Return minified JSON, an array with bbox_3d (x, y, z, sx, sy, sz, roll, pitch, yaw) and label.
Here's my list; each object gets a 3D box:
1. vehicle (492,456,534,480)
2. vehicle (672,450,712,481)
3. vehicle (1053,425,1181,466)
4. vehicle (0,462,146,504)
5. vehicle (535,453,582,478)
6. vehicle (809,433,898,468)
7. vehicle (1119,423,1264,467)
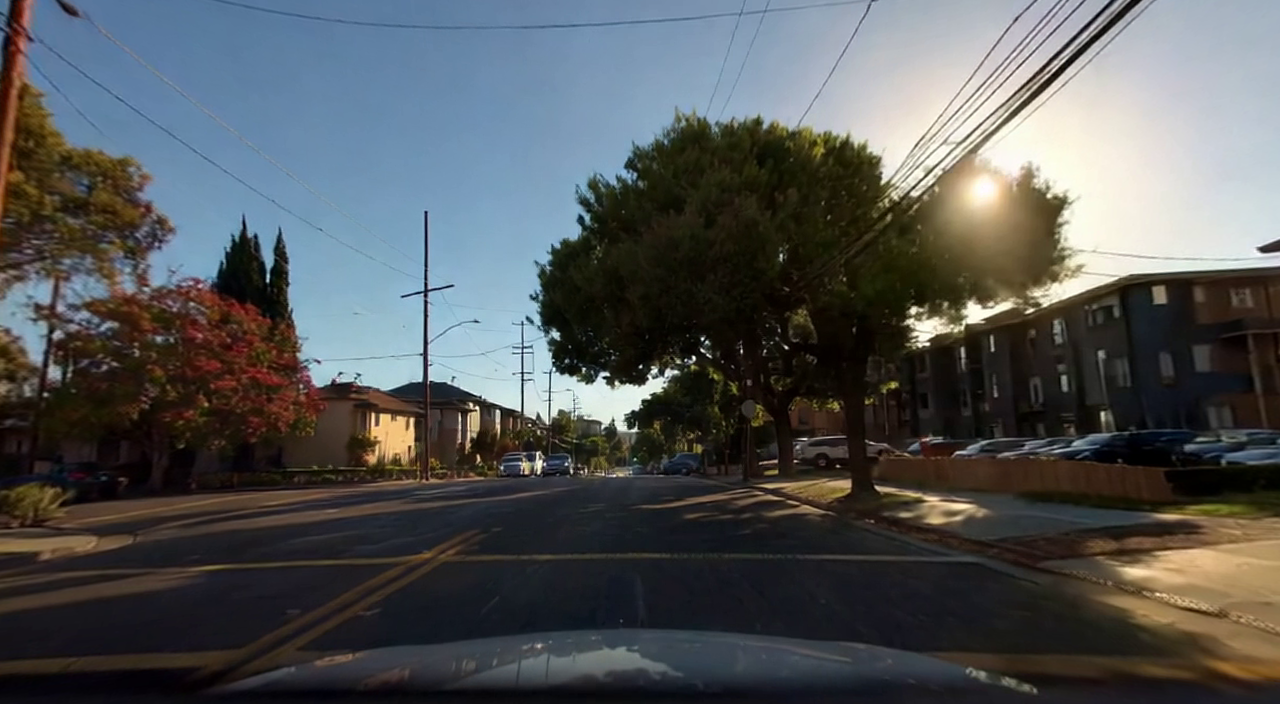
[{"bbox_3d":[-8.670,7.945,43.528,2.066,1.472,4.353,0,-8,-1],"label":"vehicle"},{"bbox_3d":[3.160,7.031,39.418,1.993,1.755,4.256,0,-8,-2],"label":"vehicle"},{"bbox_3d":[21.978,4.300,29.355,4.320,1.673,1.957,-2,-5,24],"label":"vehicle"},{"bbox_3d":[-22.322,5.070,24.655,4.424,1.486,1.814,0,-8,-2],"label":"vehicle"},{"bbox_3d":[-5.285,7.414,41.560,2.179,1.494,4.523,-1,-8,4],"label":"vehicle"},{"bbox_3d":[11.133,5.107,32.842,4.509,1.664,1.981,6,-10,-34],"label":"vehicle"},{"bbox_3d":[22.331,3.812,25.710,4.002,1.505,2.061,-2,-10,-5],"label":"vehicle"}]
